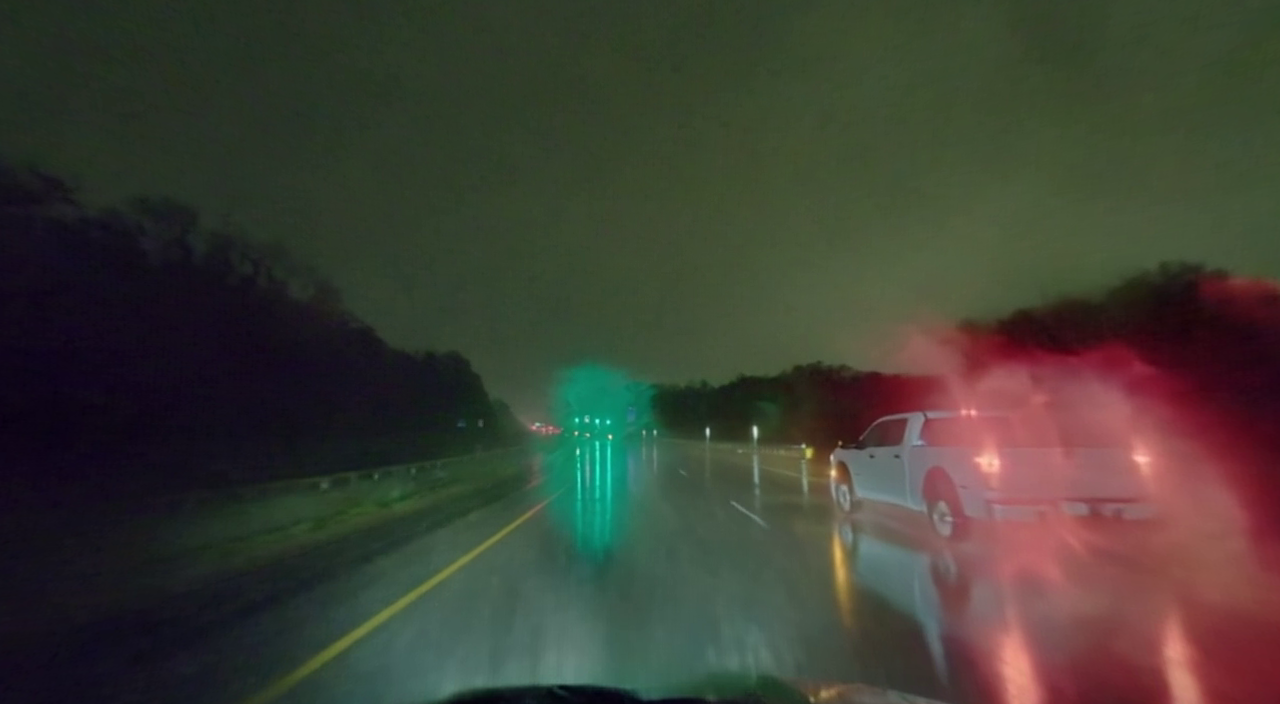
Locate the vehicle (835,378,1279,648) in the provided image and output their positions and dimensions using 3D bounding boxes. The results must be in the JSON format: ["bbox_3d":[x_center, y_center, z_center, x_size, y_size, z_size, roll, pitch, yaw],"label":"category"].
[{"bbox_3d":[3.553,1.266,6.034,1.941,1.655,4.137,0,-8,-1],"label":"vehicle"}]
